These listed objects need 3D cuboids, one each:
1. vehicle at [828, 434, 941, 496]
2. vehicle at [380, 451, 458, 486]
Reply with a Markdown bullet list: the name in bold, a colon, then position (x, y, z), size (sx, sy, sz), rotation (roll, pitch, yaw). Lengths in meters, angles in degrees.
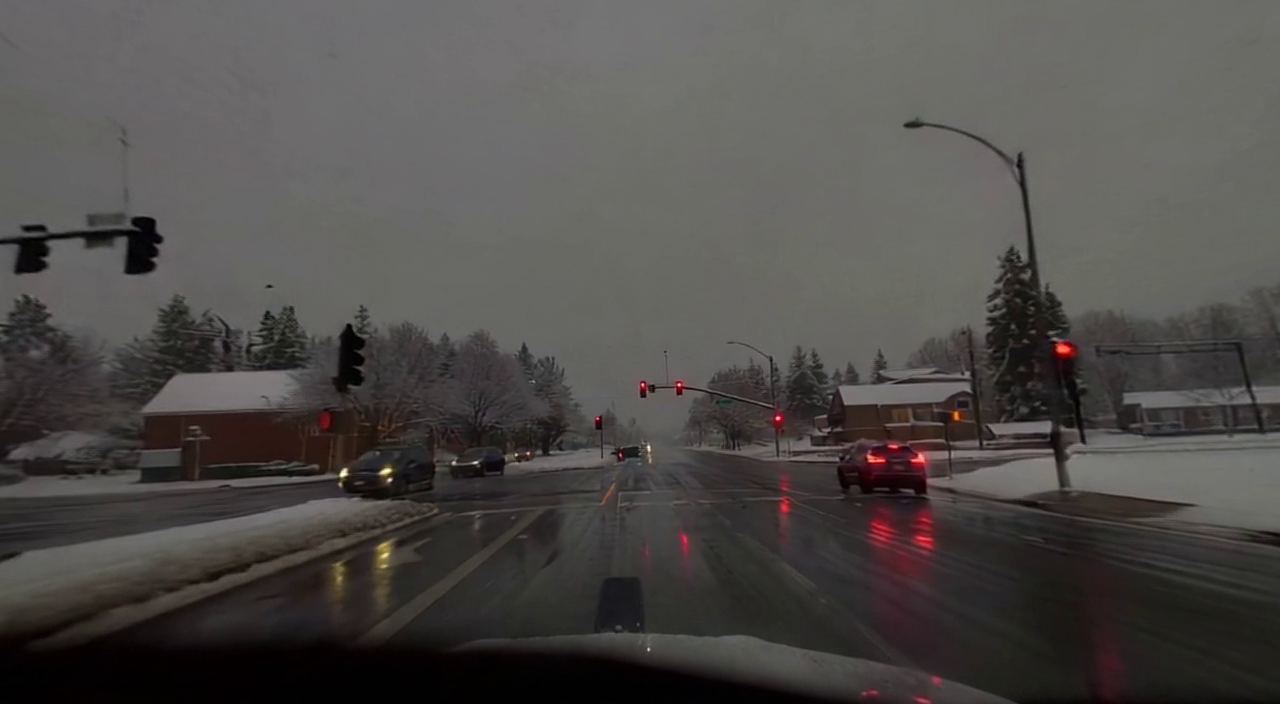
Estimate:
- **vehicle**: position (7.438, 3.466, 19.767), size (2.011, 1.710, 4.357), rotation (-1, -9, 3)
- **vehicle**: position (-11.626, 6.042, 33.055), size (2.065, 1.477, 4.519), rotation (0, -7, -44)
